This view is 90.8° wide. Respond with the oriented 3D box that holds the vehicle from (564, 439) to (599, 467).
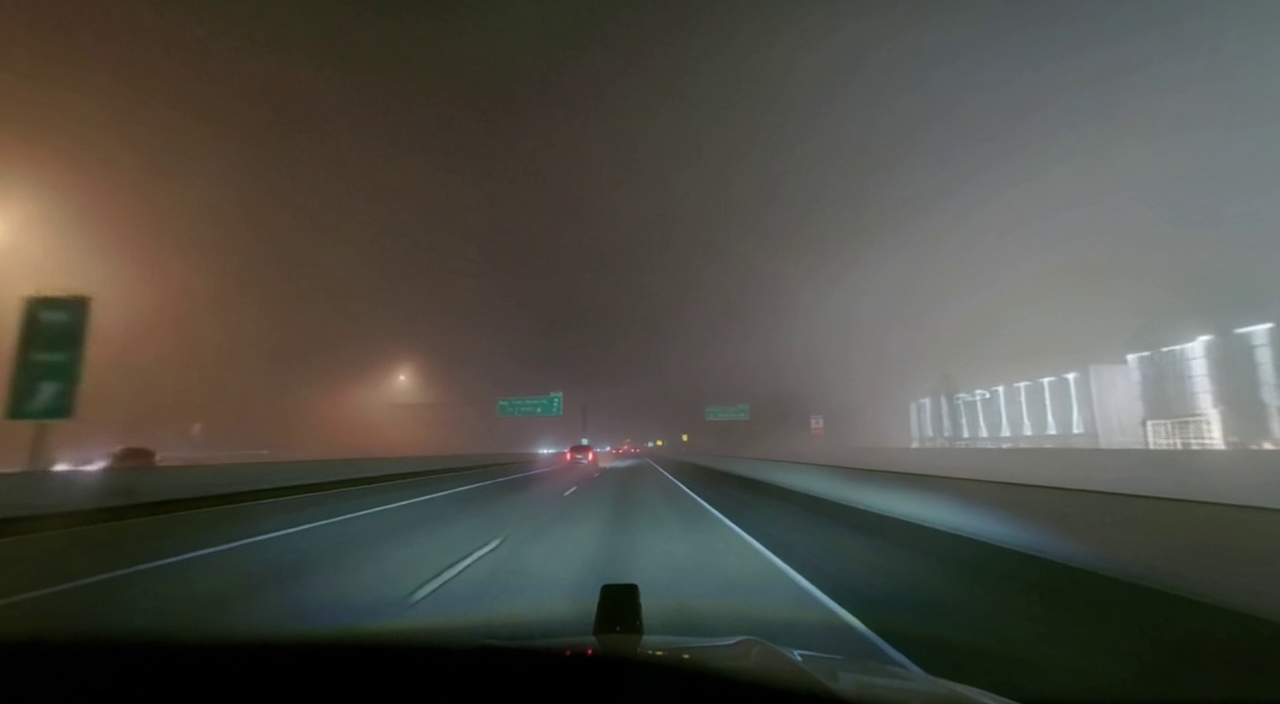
[{"bbox_3d":[-3.966,6.897,43.200,2.047,1.786,4.217,0,-8,-1],"label":"vehicle"}]
